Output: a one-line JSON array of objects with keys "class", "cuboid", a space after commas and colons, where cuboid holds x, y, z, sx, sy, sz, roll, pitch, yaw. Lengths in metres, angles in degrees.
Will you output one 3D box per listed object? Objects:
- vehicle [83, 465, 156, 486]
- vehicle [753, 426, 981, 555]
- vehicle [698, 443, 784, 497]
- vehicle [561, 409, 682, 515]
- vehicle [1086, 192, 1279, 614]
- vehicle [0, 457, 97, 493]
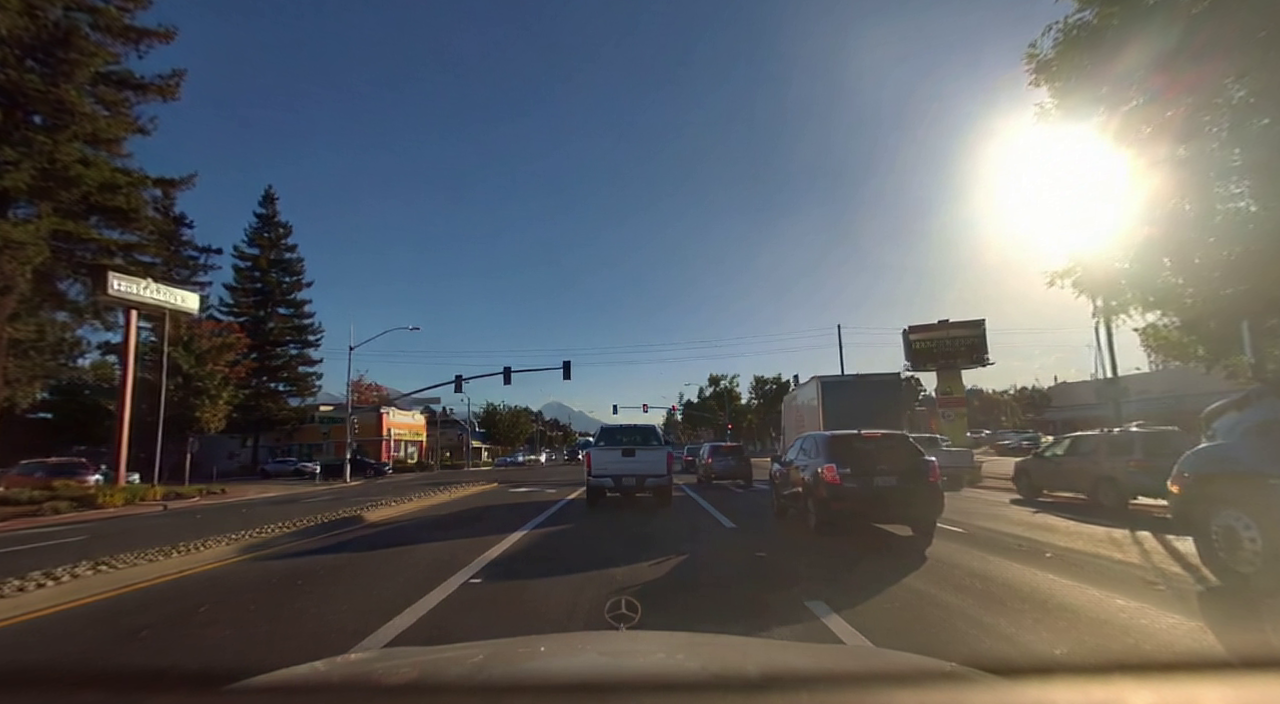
[{"class": "vehicle", "cuboid": [-37.974, 8.999, 46.095, 4.150, 1.474, 1.826, -2, -9, 12]}, {"class": "vehicle", "cuboid": [3.280, 2.117, 10.435, 1.905, 1.587, 4.998, 0, -9, 0]}, {"class": "vehicle", "cuboid": [3.061, 3.668, 20.097, 1.922, 1.483, 4.436, 0, -9, -1]}, {"class": "vehicle", "cuboid": [-0.407, 2.670, 15.766, 2.499, 2.183, 5.111, 0, -9, -1]}, {"class": "vehicle", "cuboid": [6.495, 0.134, 3.276, 2.802, 3.322, 7.429, 0, -9, 0]}, {"class": "vehicle", "cuboid": [-28.611, 5.879, 30.395, 1.730, 1.534, 3.922, 1, -9, -7]}]
